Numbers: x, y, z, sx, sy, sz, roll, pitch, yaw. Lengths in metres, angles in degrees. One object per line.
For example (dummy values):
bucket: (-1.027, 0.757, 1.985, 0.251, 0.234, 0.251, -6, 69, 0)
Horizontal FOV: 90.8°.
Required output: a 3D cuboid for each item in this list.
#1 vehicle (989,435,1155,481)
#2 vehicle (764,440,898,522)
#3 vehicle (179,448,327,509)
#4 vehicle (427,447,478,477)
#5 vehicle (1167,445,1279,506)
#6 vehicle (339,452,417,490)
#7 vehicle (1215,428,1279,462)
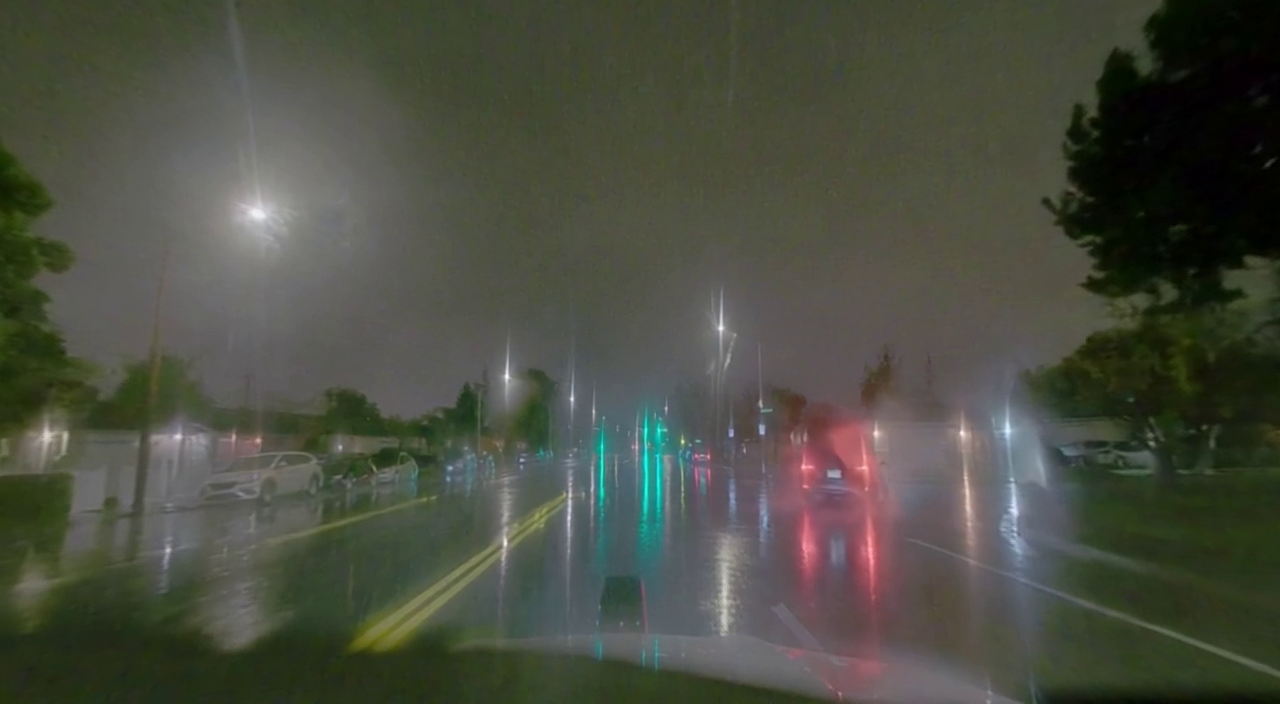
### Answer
vehicle: (18.216, 4.491, 26.868, 5.369, 1.857, 2.174, 0, -9, 2)
vehicle: (4.397, 2.733, 14.050, 2.022, 1.471, 4.432, -4, -10, 27)
vehicle: (-12.336, 4.007, 20.554, 1.938, 1.754, 4.315, 0, -9, 1)
vehicle: (-12.355, 7.236, 41.898, 1.988, 1.741, 4.379, -5, -9, 0)
vehicle: (18.033, 3.424, 17.932, 4.312, 1.426, 1.940, -4, -10, -2)
vehicle: (-12.215, 5.553, 29.798, 1.795, 1.472, 4.601, -4, -9, -1)
vehicle: (33.930, 4.974, 33.768, 1.906, 1.732, 4.668, 0, -9, 0)
